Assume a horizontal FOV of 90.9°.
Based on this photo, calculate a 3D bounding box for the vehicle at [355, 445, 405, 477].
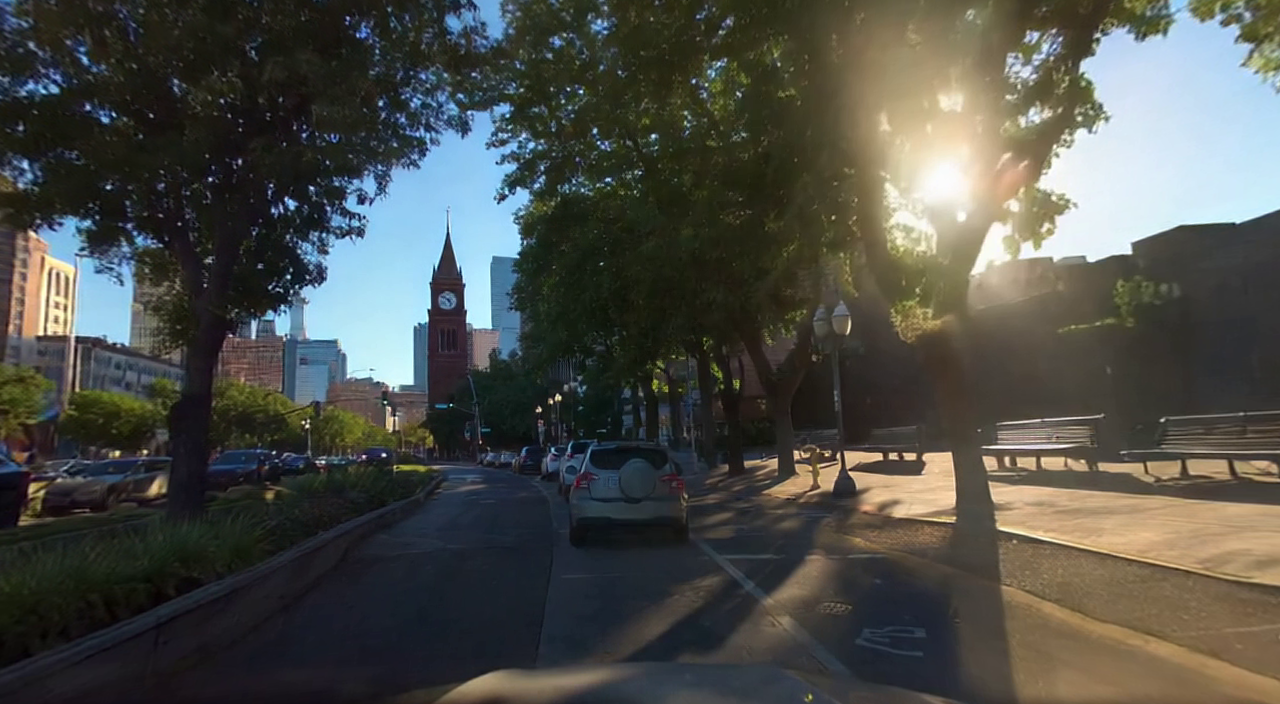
[{"bbox_3d":[-14.703,6.141,35.857,2.179,1.698,4.549,2,-9,-17],"label":"vehicle"}]

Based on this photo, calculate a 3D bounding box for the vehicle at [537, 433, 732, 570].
[{"bbox_3d":[-0.251,1.940,9.012,2.142,1.475,4.051,1,-8,-6],"label":"vehicle"}]
